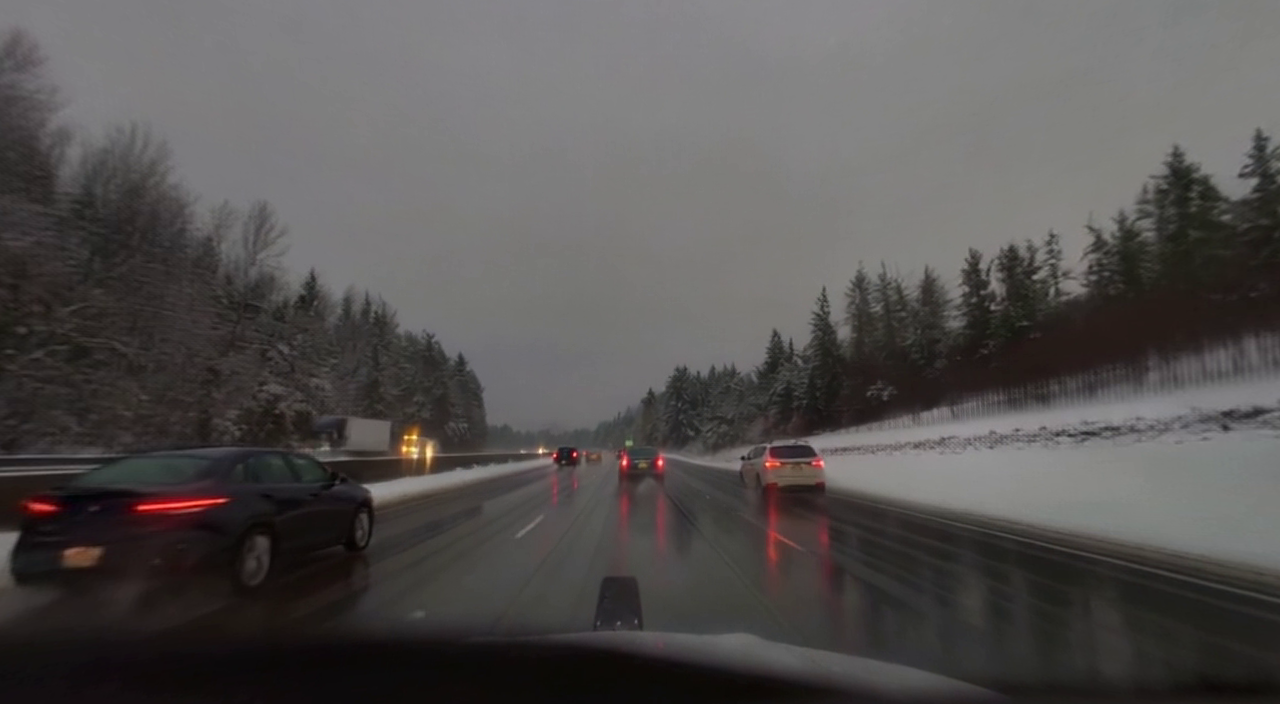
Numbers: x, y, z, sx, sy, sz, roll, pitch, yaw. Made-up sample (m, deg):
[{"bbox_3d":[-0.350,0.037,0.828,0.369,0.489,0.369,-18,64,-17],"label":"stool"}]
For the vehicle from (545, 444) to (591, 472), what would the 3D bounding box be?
[{"bbox_3d":[-4.659,6.912,41.087,2.545,1.679,4.267,0,-9,0],"label":"vehicle"}]

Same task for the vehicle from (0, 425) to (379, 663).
[{"bbox_3d":[-4.394,1.516,6.030,2.017,1.469,4.113,0,-9,-1],"label":"vehicle"}]

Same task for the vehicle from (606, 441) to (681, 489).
[{"bbox_3d":[0.094,4.308,24.297,2.634,1.679,4.070,0,-9,-1],"label":"vehicle"}]

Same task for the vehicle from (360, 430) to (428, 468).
[{"bbox_3d":[-18.291,7.261,47.015,2.331,2.589,6.819,0,-9,0],"label":"vehicle"}]

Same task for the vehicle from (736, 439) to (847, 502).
[{"bbox_3d":[4.186,3.350,18.176,2.035,1.571,4.413,0,-9,-1],"label":"vehicle"}]
